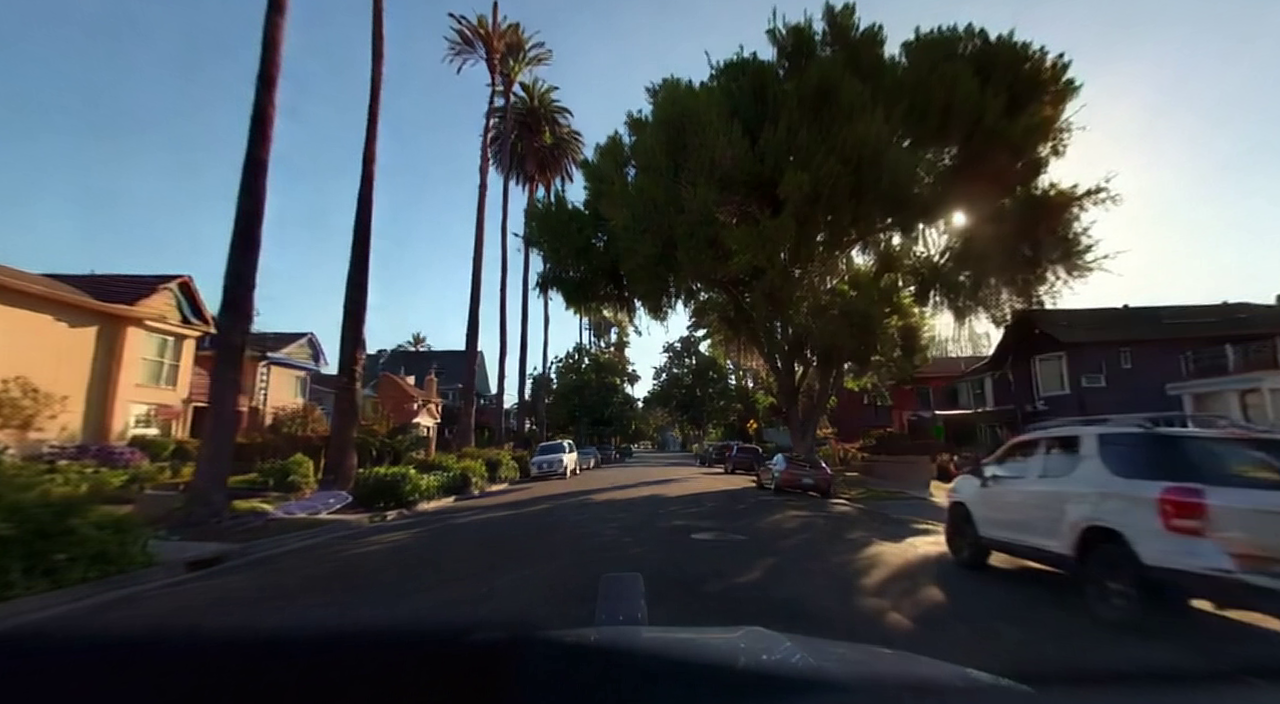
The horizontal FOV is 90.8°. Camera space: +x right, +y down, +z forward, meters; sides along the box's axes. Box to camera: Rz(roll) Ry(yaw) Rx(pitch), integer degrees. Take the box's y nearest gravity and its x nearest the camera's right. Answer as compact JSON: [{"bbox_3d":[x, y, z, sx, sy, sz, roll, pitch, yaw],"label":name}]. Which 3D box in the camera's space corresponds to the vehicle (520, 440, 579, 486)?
[{"bbox_3d":[-4.191,5.212,30.034,2.149,1.877,5.082,-2,-9,-1],"label":"vehicle"}]

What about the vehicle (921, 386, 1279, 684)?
[{"bbox_3d":[5.072,1.547,6.440,2.131,1.824,5.229,2,-9,1],"label":"vehicle"}]

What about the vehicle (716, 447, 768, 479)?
[{"bbox_3d":[5.318,5.826,33.538,1.991,1.554,4.501,0,-9,0],"label":"vehicle"}]

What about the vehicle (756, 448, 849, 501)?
[{"bbox_3d":[5.298,4.028,21.222,2.056,1.464,4.493,2,-9,2],"label":"vehicle"}]
